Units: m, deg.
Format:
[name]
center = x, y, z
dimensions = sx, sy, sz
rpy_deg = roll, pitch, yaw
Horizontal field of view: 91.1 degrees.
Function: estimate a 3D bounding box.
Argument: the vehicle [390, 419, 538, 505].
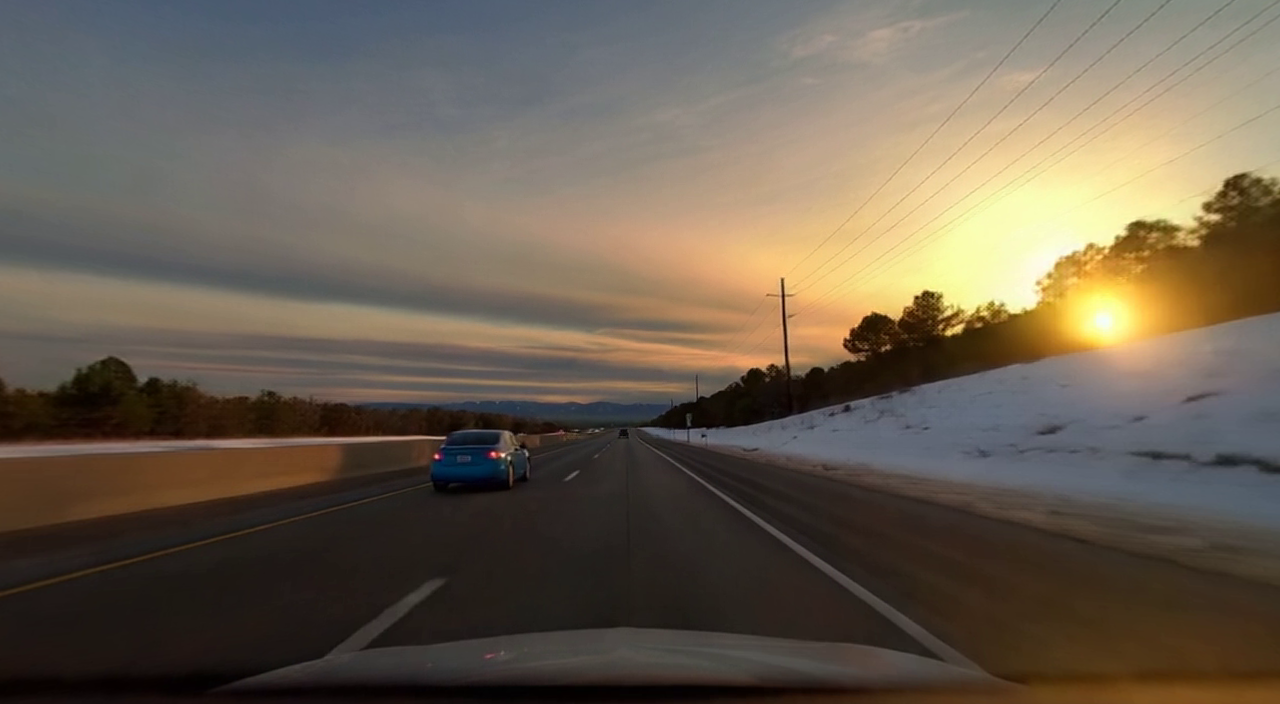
[vehicle]
center = -3.503, 2.256, 13.365
dimensions = 1.999, 1.536, 3.969
rpy_deg = 0, -8, 0
